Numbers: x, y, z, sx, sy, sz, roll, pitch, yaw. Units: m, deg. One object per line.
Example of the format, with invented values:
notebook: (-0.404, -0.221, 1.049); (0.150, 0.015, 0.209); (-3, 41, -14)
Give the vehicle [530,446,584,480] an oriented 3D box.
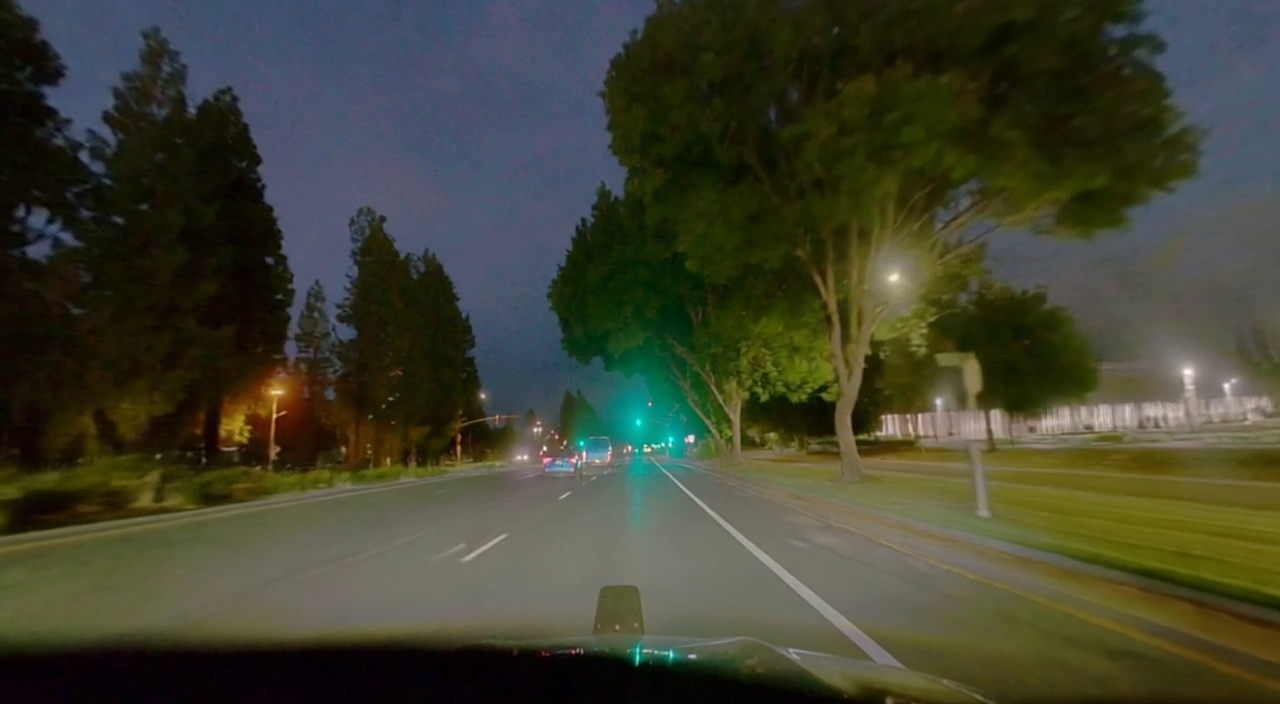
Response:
vehicle: (-3.894, 5.292, 30.264); (2.009, 1.473, 4.028); (0, -9, 0)
